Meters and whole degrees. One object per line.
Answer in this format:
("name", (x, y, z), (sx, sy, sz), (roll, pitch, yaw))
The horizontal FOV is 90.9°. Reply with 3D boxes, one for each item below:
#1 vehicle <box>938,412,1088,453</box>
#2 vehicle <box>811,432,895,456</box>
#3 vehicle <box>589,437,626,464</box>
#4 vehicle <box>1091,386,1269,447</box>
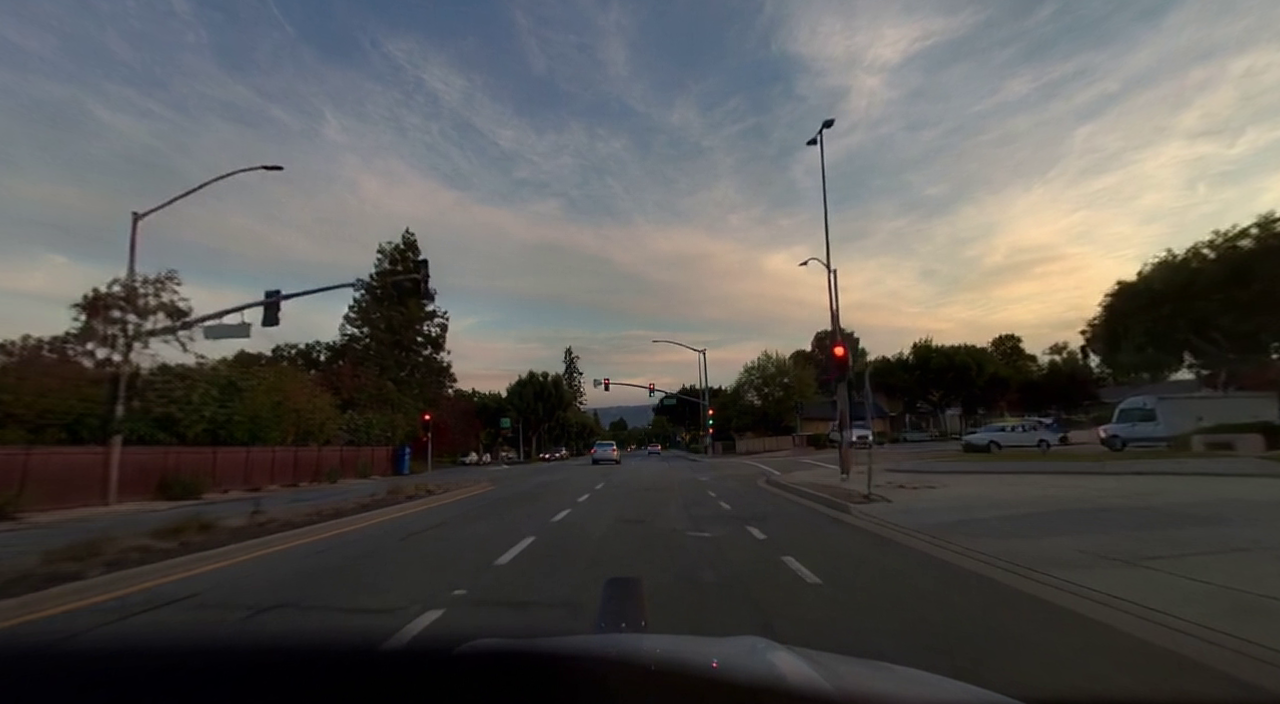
("vehicle", (19.102, 4.169, 32.455), (6.313, 2.043, 2.272), (0, -8, -3))
("vehicle", (13.639, 5.921, 40.535), (4.665, 1.498, 1.866), (0, -8, -3))
("vehicle", (-2.100, 6.518, 41.773), (2.084, 1.701, 4.734), (0, -8, 1))
("vehicle", (28.528, 3.463, 33.505), (7.116, 3.077, 2.655), (0, -8, -4))
